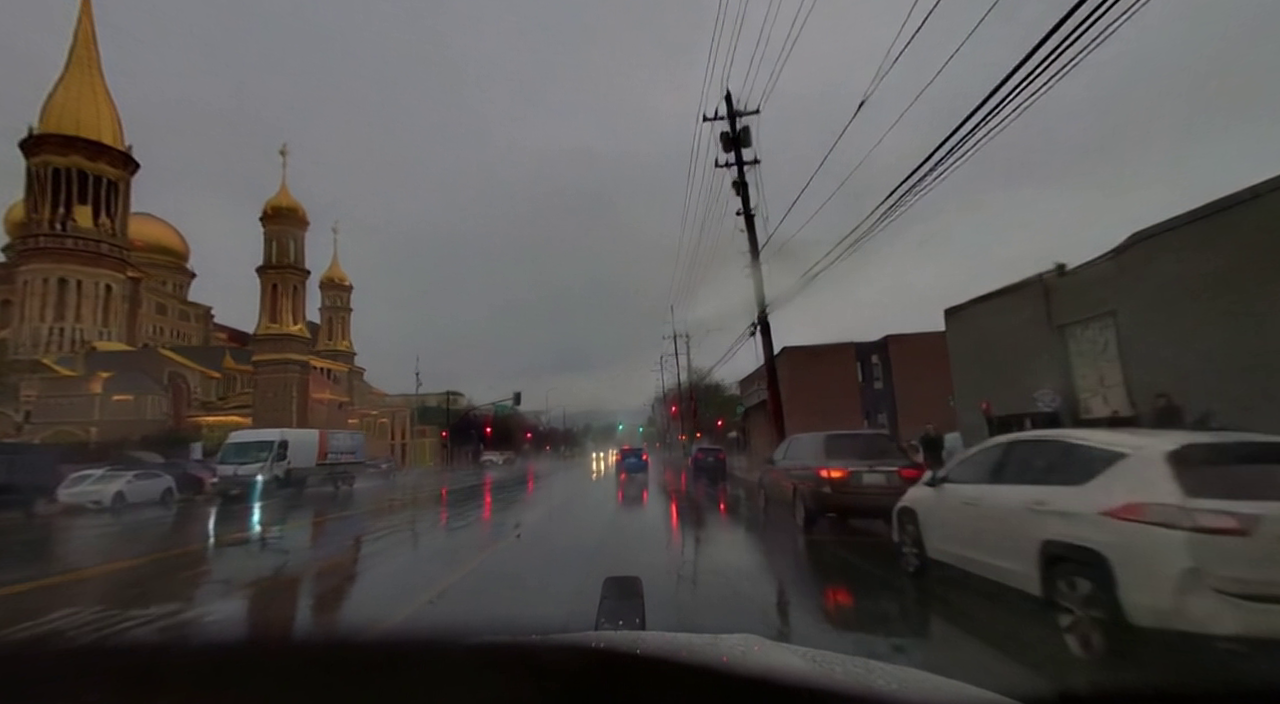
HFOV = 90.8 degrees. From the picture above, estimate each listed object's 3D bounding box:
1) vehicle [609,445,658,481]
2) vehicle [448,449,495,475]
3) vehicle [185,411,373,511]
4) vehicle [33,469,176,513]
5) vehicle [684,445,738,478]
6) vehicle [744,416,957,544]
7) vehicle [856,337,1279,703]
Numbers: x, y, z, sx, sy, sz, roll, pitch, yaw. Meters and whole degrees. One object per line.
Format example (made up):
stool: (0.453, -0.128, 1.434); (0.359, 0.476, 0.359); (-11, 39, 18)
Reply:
vehicle: (-0.302, 5.012, 28.801); (2.049, 1.453, 4.299); (0, -9, -1)
vehicle: (-12.566, 8.202, 47.424); (2.071, 1.814, 5.185); (0, -9, 1)
vehicle: (-12.118, 3.743, 22.056); (2.961, 2.739, 6.276); (-4, -9, -1)
vehicle: (-19.406, 5.026, 23.014); (3.703, 1.234, 1.683); (-4, -10, 0)
vehicle: (3.526, 5.552, 32.284); (1.944, 1.530, 4.539); (0, -9, -4)
vehicle: (3.613, 2.333, 12.283); (2.204, 1.845, 5.597); (1, -9, 0)
vehicle: (3.623, 1.197, 5.126); (2.140, 1.890, 4.402); (0, -9, 0)
